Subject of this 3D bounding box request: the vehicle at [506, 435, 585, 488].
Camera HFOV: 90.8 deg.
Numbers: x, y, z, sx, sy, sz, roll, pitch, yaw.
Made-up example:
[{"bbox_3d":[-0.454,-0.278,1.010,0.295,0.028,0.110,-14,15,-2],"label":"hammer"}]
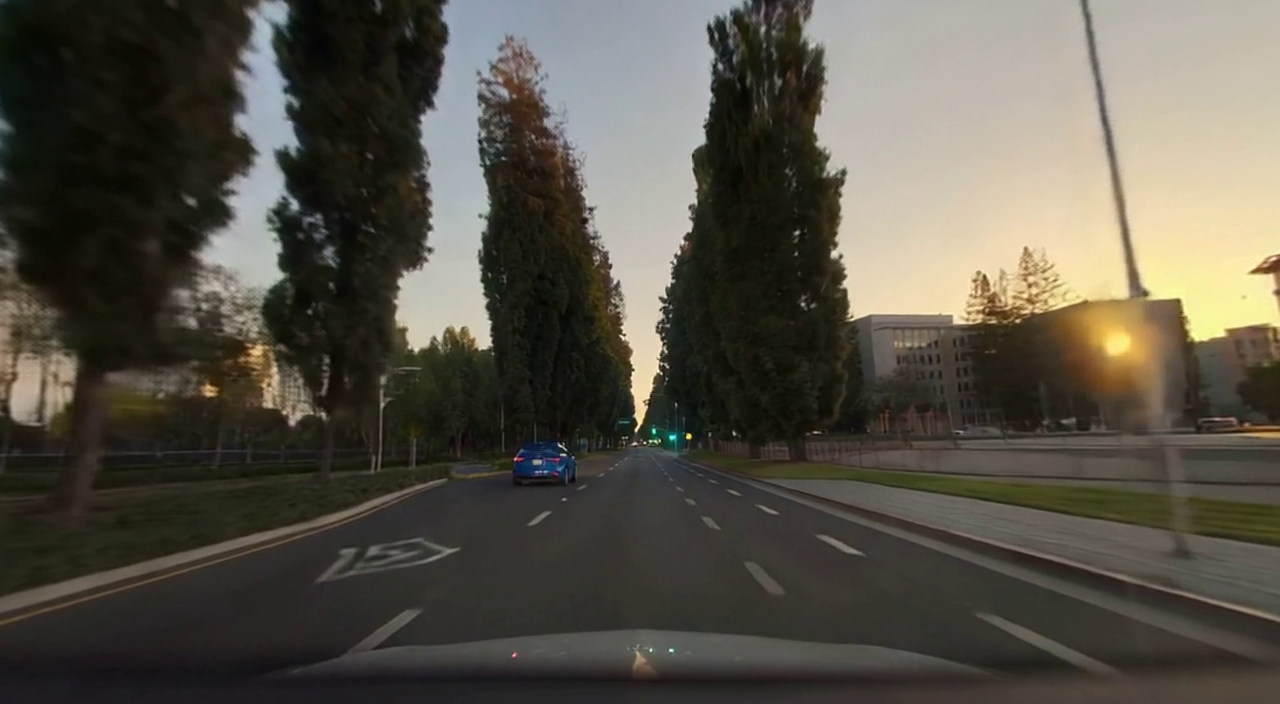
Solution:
[{"bbox_3d":[-3.296,3.927,22.934,2.121,1.724,4.392,0,-9,1],"label":"vehicle"}]
